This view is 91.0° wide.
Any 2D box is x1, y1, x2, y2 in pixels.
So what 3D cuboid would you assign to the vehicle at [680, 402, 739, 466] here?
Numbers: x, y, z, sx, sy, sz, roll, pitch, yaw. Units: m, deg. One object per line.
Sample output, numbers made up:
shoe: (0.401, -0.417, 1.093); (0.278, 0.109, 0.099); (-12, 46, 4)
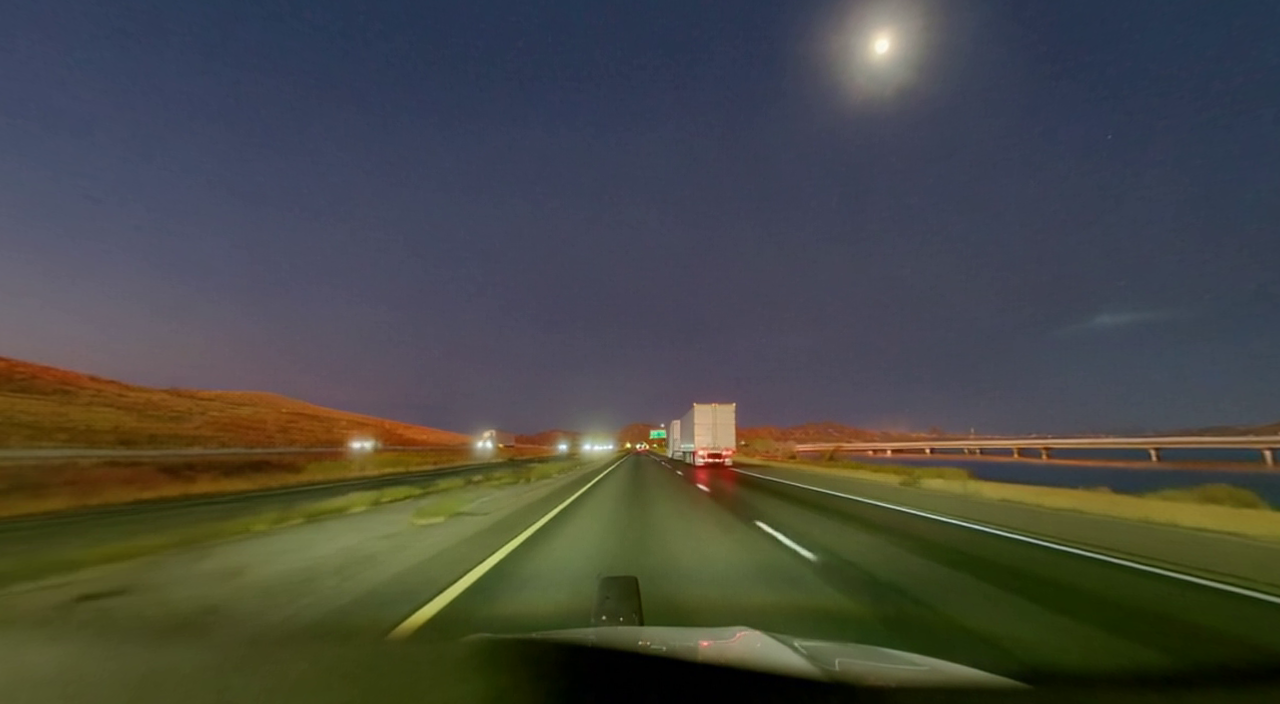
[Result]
vehicle: (4.808, 6.212, 46.566); (3.035, 4.005, 13.454); (0, -9, 1)
